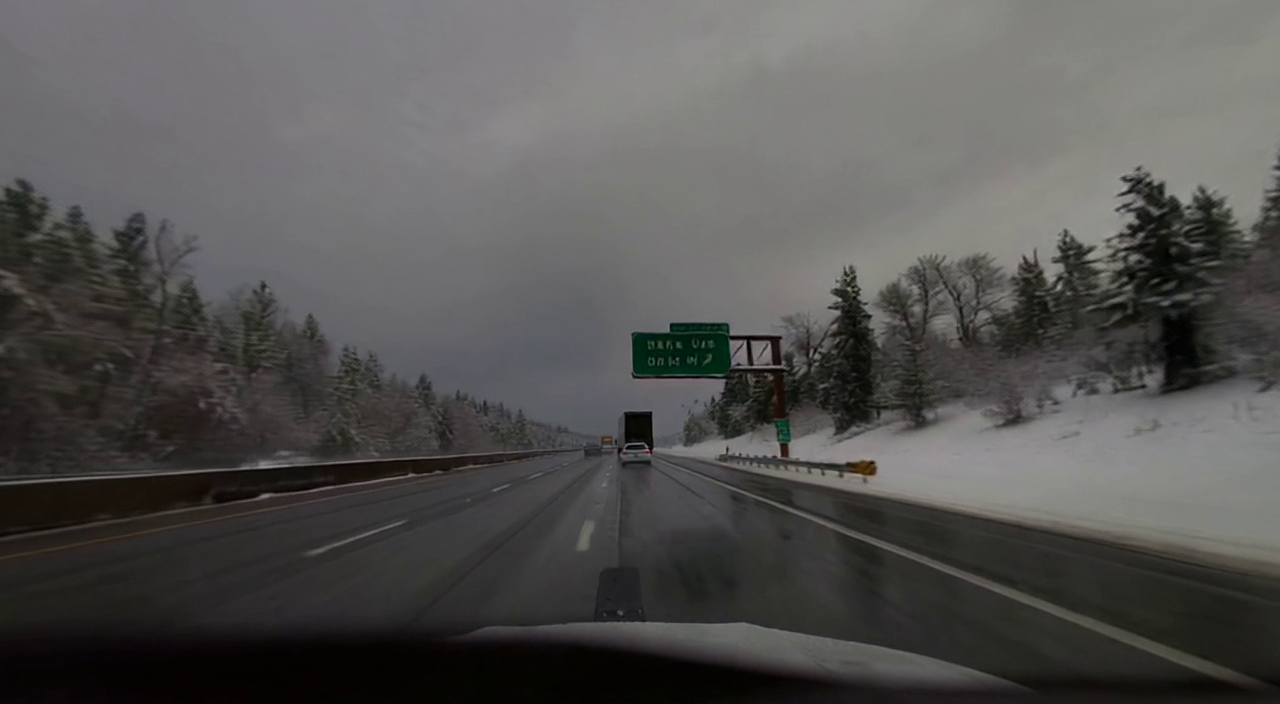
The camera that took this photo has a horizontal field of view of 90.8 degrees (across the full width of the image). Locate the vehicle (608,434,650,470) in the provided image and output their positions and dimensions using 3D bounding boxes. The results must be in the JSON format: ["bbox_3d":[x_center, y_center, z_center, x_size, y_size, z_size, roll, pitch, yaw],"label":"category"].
[{"bbox_3d":[-0.703,5.688,36.045,2.139,1.925,4.312,0,-9,-5],"label":"vehicle"}]

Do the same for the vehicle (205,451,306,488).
[{"bbox_3d":[-16.558,5.043,27.433,1.939,1.451,3.927,0,-9,-1],"label":"vehicle"}]

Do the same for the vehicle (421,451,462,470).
[{"bbox_3d":[-14.498,7.934,46.332,1.849,1.349,3.837,0,-9,-2],"label":"vehicle"}]
